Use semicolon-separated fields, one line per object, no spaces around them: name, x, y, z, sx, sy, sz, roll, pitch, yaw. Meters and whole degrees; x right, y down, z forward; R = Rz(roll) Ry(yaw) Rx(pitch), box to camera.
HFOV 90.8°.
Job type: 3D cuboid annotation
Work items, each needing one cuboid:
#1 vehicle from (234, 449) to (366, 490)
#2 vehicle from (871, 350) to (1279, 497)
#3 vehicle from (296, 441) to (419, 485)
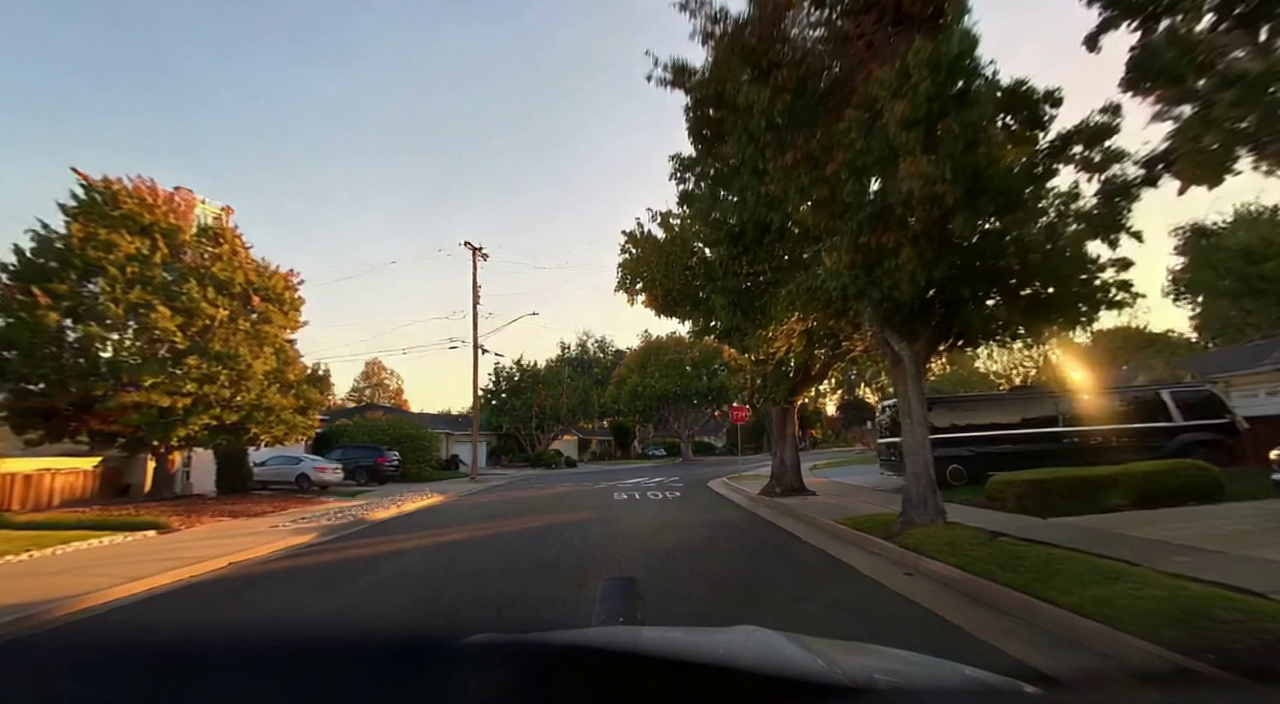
vehicle;-13.292;4.603;24.882;4.103;1.498;1.909;0;-9;2
vehicle;10.798;1.806;15.612;8.828;3.111;3.352;1;-8;0
vehicle;-12.472;4.922;28.126;4.484;1.852;2.009;0;-9;-1
